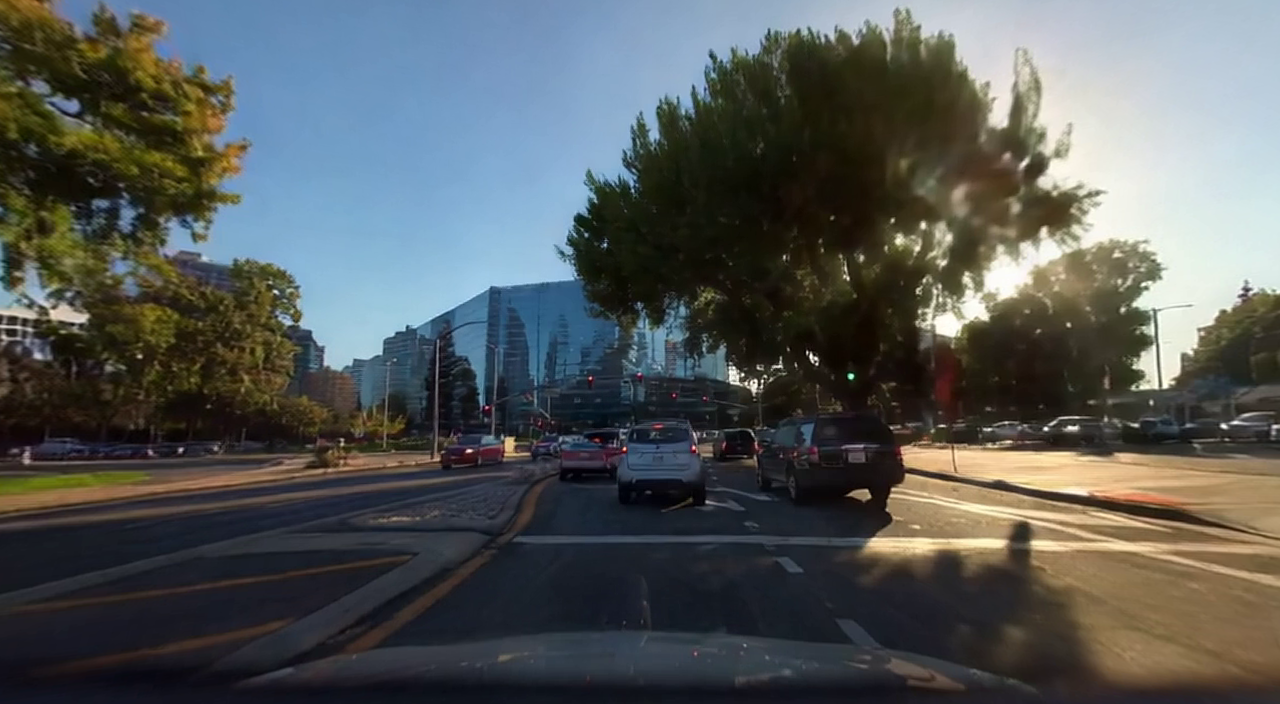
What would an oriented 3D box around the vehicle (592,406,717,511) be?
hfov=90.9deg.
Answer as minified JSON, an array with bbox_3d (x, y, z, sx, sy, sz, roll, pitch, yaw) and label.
[{"bbox_3d":[0.341,2.113,12.750,2.113,1.768,3.901,0,-9,3],"label":"vehicle"}]

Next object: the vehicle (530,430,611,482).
[{"bbox_3d":[-2.157,3.347,20.705,2.023,1.494,4.259,-2,-8,2],"label":"vehicle"}]

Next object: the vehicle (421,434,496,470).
[{"bbox_3d":[-8.205,4.576,28.935,1.868,1.496,4.219,-1,-9,4],"label":"vehicle"}]

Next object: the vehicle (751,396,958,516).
[{"bbox_3d":[3.862,2.064,12.871,2.317,1.857,5.940,0,-9,2],"label":"vehicle"}]
